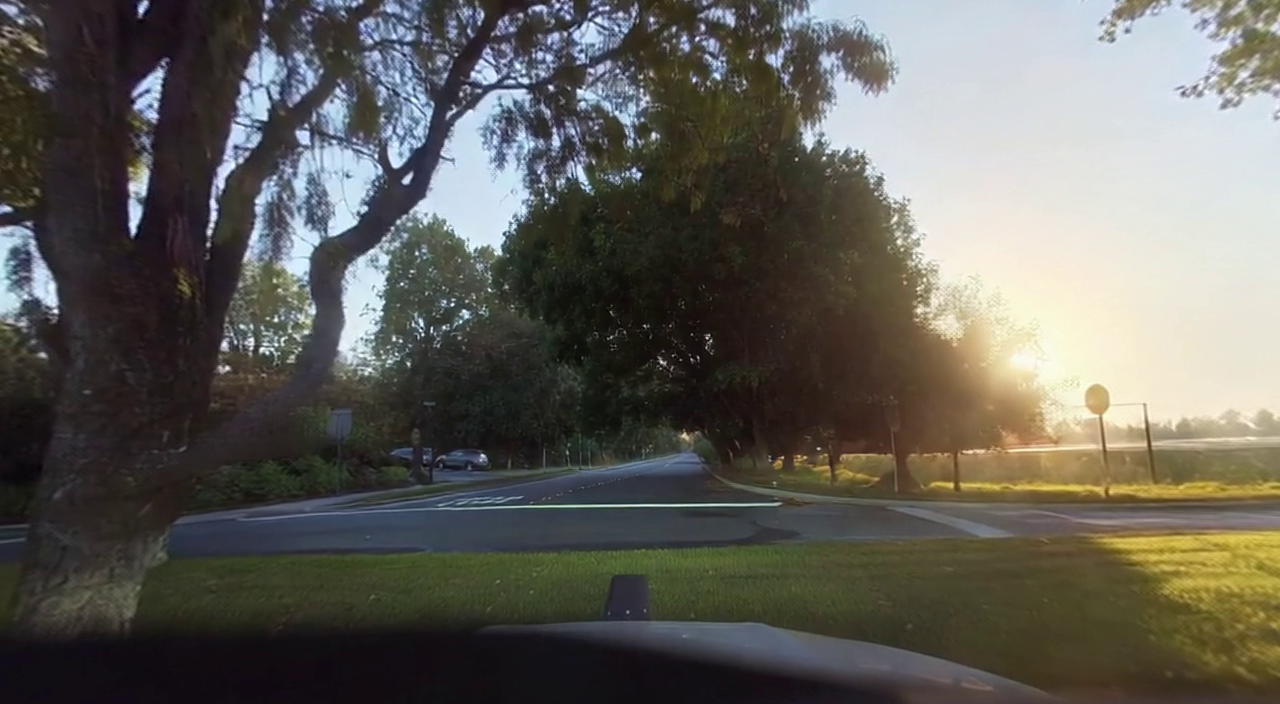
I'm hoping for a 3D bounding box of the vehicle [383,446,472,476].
[{"bbox_3d":[-12.743,6.560,37.928,4.590,1.735,1.973,-1,-9,3],"label":"vehicle"}]
